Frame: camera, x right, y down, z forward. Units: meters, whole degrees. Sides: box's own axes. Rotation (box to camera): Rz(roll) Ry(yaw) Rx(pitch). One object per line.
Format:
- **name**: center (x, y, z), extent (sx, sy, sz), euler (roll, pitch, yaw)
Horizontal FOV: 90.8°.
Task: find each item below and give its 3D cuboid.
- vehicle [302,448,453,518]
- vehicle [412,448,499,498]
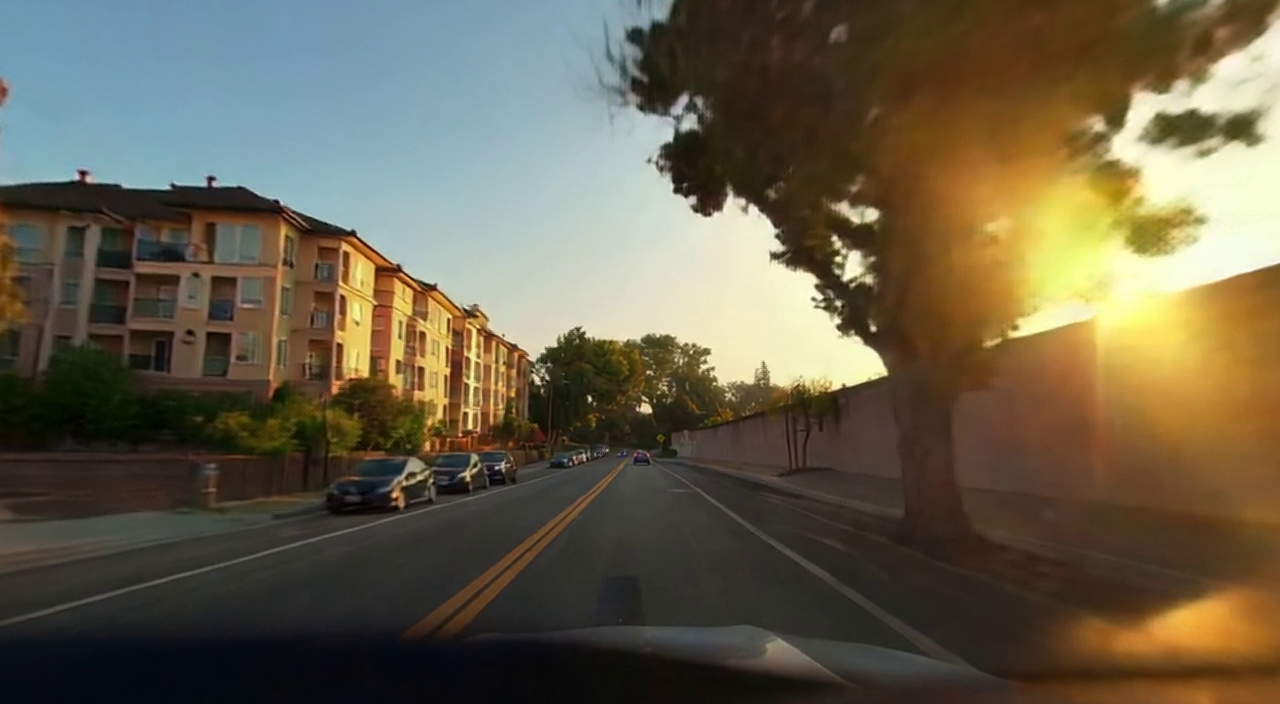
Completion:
- **vehicle**: center (-6.612, 3.312, 16.598), extent (1.914, 1.417, 4.750), euler (2, -8, 0)
- **vehicle**: center (-6.561, 4.328, 22.976), extent (1.773, 1.466, 4.407), euler (3, -8, 0)
